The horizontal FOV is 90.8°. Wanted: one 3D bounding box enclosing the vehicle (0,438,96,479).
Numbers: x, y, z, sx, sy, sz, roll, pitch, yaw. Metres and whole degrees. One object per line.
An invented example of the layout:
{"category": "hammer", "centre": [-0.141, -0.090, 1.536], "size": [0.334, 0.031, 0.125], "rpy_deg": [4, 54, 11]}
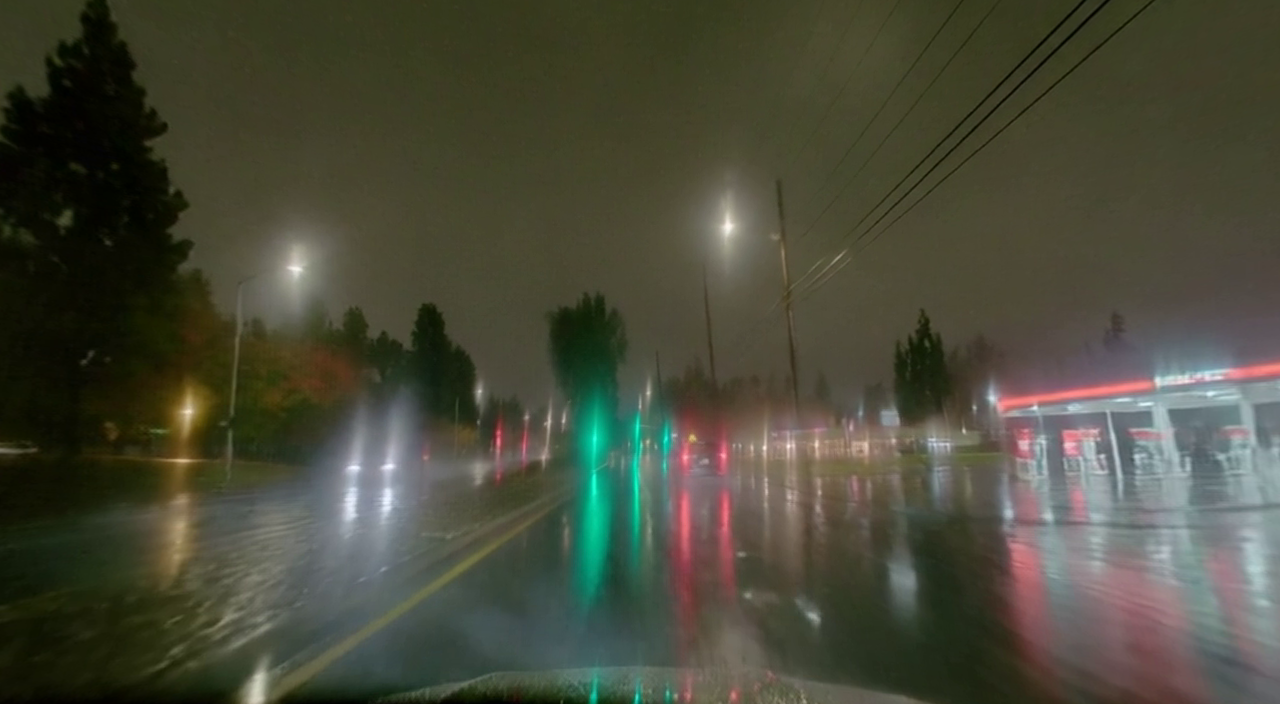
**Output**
{"category": "vehicle", "centre": [-29.813, 5.176, 30.956], "size": [2.116, 1.874, 4.709], "rpy_deg": [0, -9, -1]}

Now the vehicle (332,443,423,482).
{"category": "vehicle", "centre": [-10.911, 4.590, 26.613], "size": [1.893, 1.480, 4.482], "rpy_deg": [0, -9, 0]}

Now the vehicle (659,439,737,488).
{"category": "vehicle", "centre": [1.847, 3.771, 21.667], "size": [2.061, 1.475, 4.296], "rpy_deg": [0, -9, -3]}
